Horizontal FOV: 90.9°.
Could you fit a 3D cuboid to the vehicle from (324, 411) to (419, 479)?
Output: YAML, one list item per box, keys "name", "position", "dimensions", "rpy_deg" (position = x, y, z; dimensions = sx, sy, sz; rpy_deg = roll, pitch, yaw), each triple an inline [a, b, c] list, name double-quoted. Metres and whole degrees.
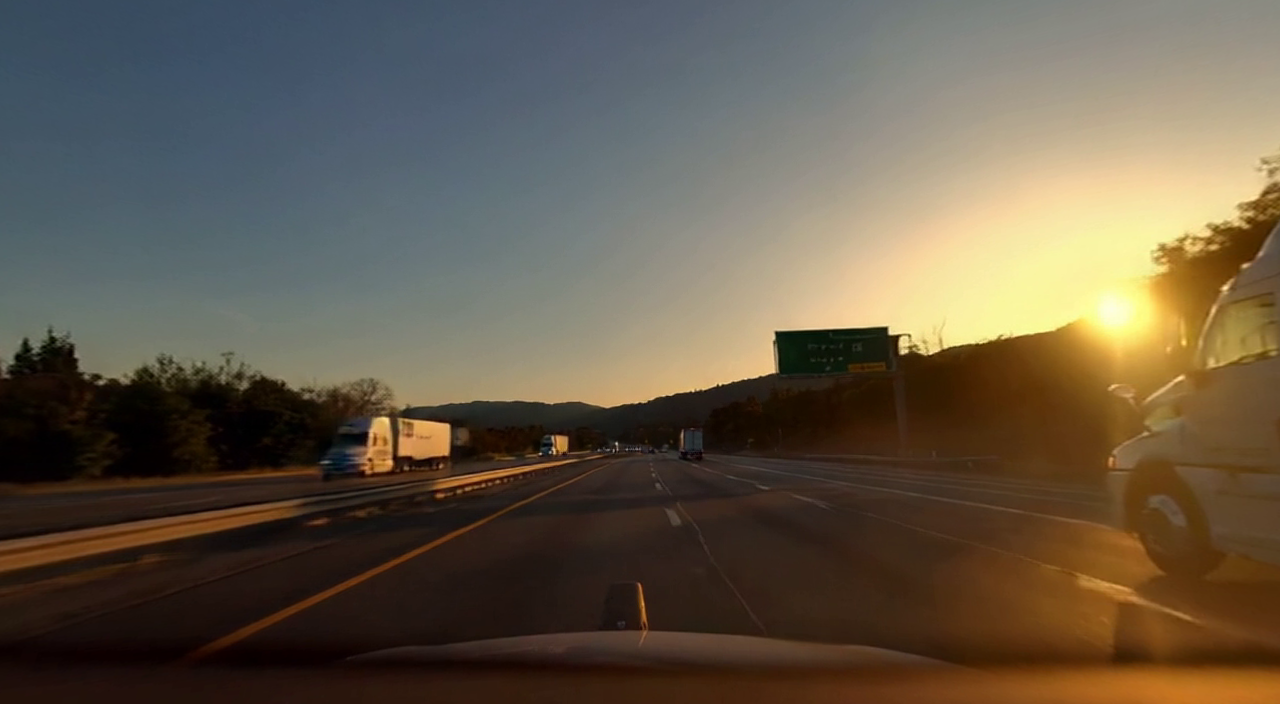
- name: "vehicle"
  position: [-16.126, 5.673, 38.343]
  dimensions: [2.932, 3.817, 6.028]
  rpy_deg: [0, -9, 1]
